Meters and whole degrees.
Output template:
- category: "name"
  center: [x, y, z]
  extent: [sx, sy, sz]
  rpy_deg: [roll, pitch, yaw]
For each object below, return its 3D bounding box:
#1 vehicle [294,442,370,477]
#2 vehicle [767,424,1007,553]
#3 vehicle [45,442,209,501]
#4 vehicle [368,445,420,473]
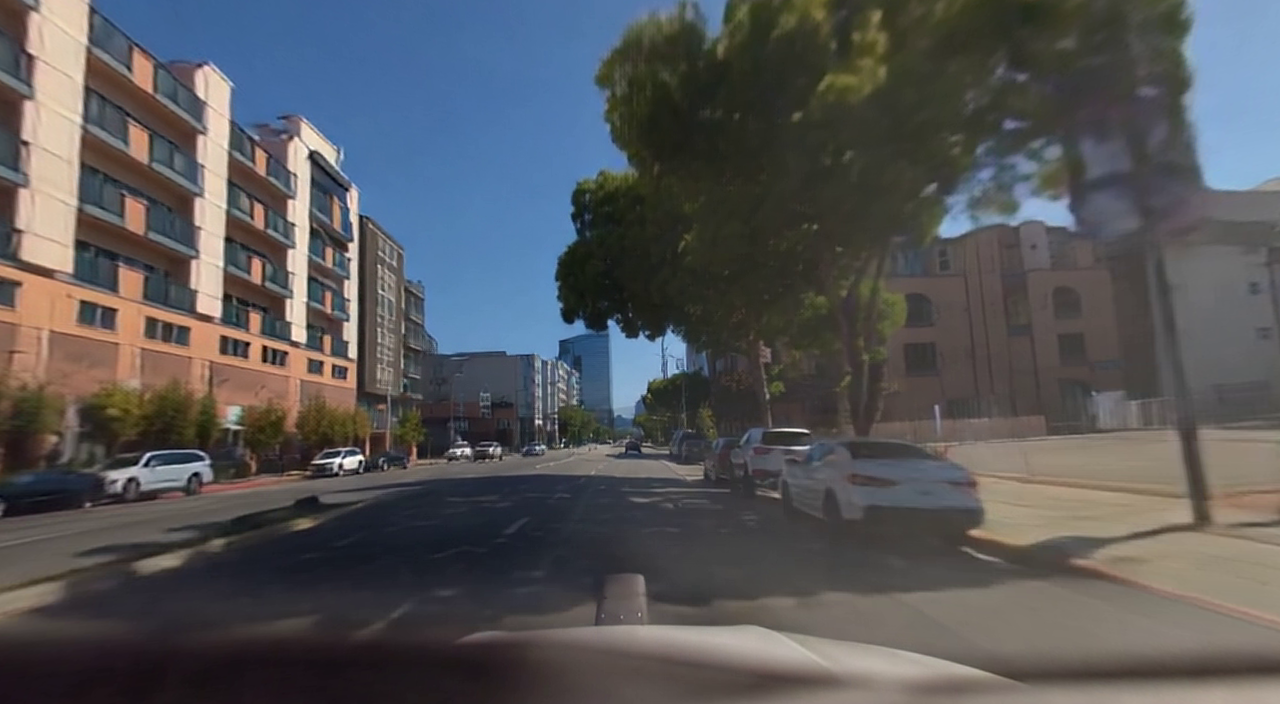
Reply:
- category: "vehicle"
  center: [-18.319, 6.371, 37.922]
  extent: [2.151, 1.885, 4.979]
  rpy_deg: [0, -8, -2]
- category: "vehicle"
  center: [3.361, 1.911, 9.755]
  extent: [1.924, 1.492, 4.587]
  rpy_deg: [-1, -8, 1]
- category: "vehicle"
  center: [-18.047, 4.182, 22.622]
  extent: [2.007, 1.806, 4.707]
  rpy_deg: [0, -8, -2]
- category: "vehicle"
  center: [-14.605, 6.349, 37.698]
  extent: [1.656, 1.488, 3.677]
  rpy_deg: [0, -8, -1]
